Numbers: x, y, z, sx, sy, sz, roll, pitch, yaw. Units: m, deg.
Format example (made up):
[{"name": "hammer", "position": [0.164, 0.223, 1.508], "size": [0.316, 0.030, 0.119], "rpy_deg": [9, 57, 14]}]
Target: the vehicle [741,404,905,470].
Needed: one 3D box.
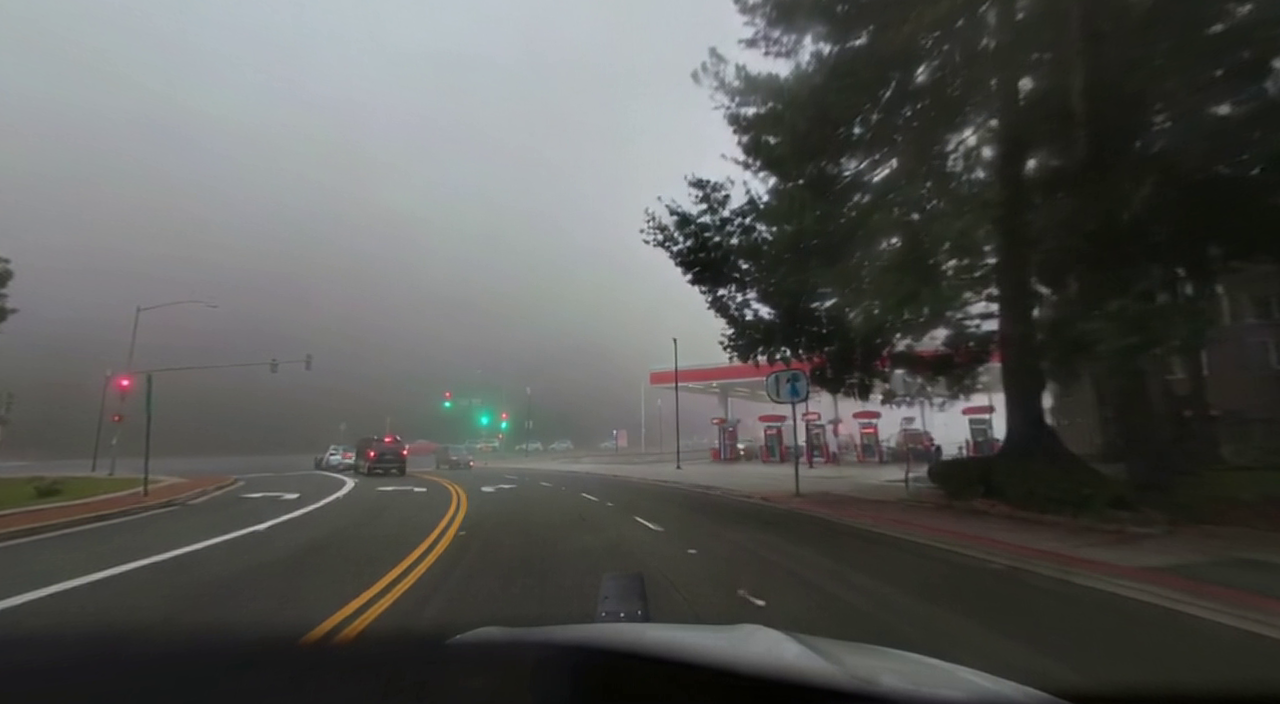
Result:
[{"name": "vehicle", "position": [9.538, 4.541, 33.527], "size": [7.741, 3.106, 2.906], "rpy_deg": [-6, -11, 38]}]

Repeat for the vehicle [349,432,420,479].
[{"name": "vehicle", "position": [-12.224, 4.845, 29.888], "size": [2.254, 2.006, 4.766], "rpy_deg": [6, -10, -31]}]

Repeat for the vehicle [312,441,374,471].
[{"name": "vehicle", "position": [-17.882, 6.205, 37.771], "size": [1.940, 1.650, 4.546], "rpy_deg": [8, -12, -43]}]

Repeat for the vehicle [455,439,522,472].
[{"name": "vehicle", "position": [-9.090, 6.118, 37.582], "size": [2.202, 1.822, 4.826], "rpy_deg": [6, -10, -34]}]
